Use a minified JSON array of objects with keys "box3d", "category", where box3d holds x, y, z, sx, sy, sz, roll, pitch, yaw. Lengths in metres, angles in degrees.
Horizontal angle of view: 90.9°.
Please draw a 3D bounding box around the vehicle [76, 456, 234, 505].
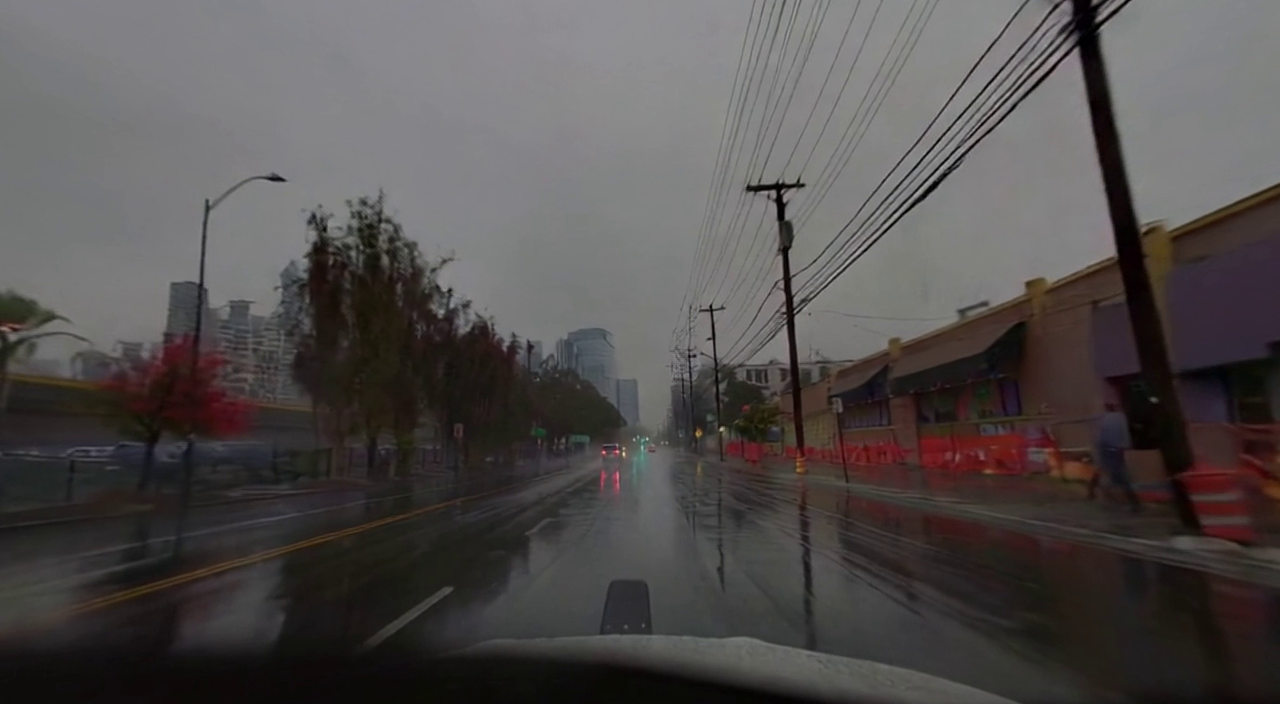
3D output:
[{"box3d":[-17.253,4.552,22.806,1.995,1.460,4.802,0,-8,-1],"category":"vehicle"}]
